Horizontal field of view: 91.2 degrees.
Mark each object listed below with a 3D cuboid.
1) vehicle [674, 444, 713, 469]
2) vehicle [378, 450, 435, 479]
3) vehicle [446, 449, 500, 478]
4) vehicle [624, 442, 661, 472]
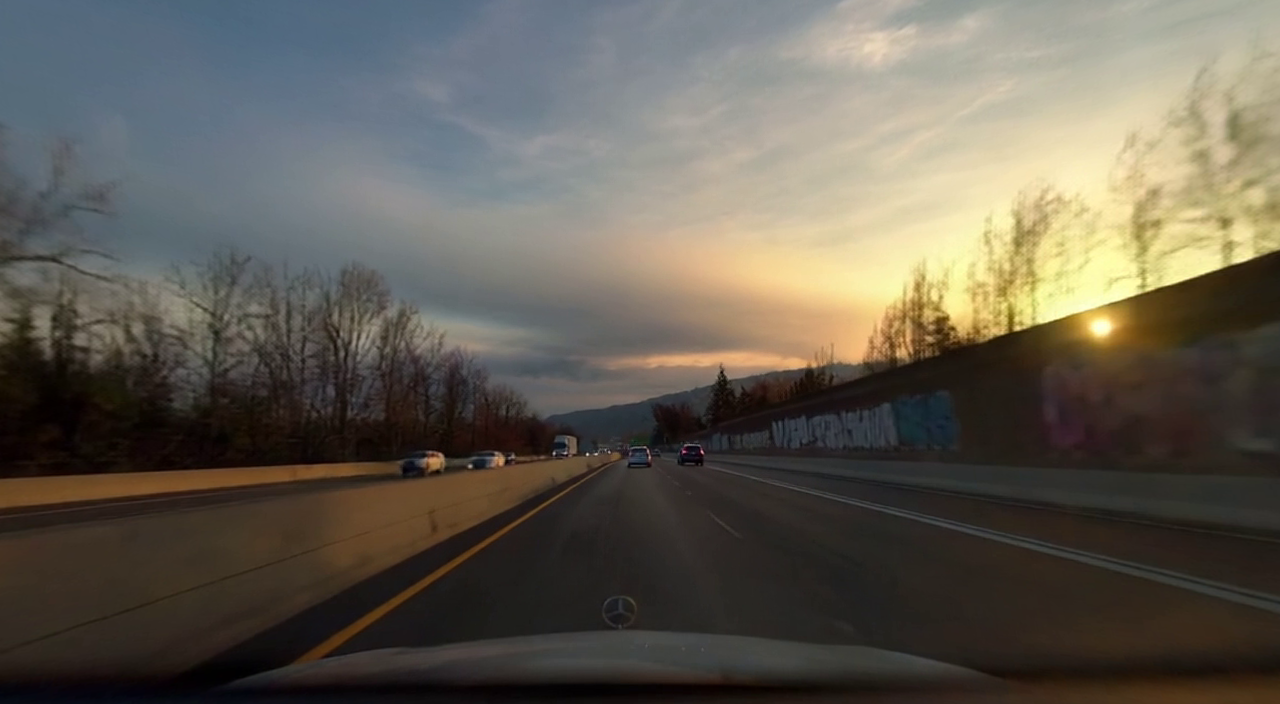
[{"bbox_3d":[3.618,7.165,43.112,2.303,1.614,4.154,0,-9,0],"label":"vehicle"},{"bbox_3d":[-14.146,6.805,38.211,1.877,1.588,4.079,-1,-9,0],"label":"vehicle"},{"bbox_3d":[-9.775,6.549,37.068,2.015,1.617,4.274,-1,-9,0],"label":"vehicle"},{"bbox_3d":[0.122,6.454,38.699,2.095,1.671,4.219,0,-9,-1],"label":"vehicle"}]
